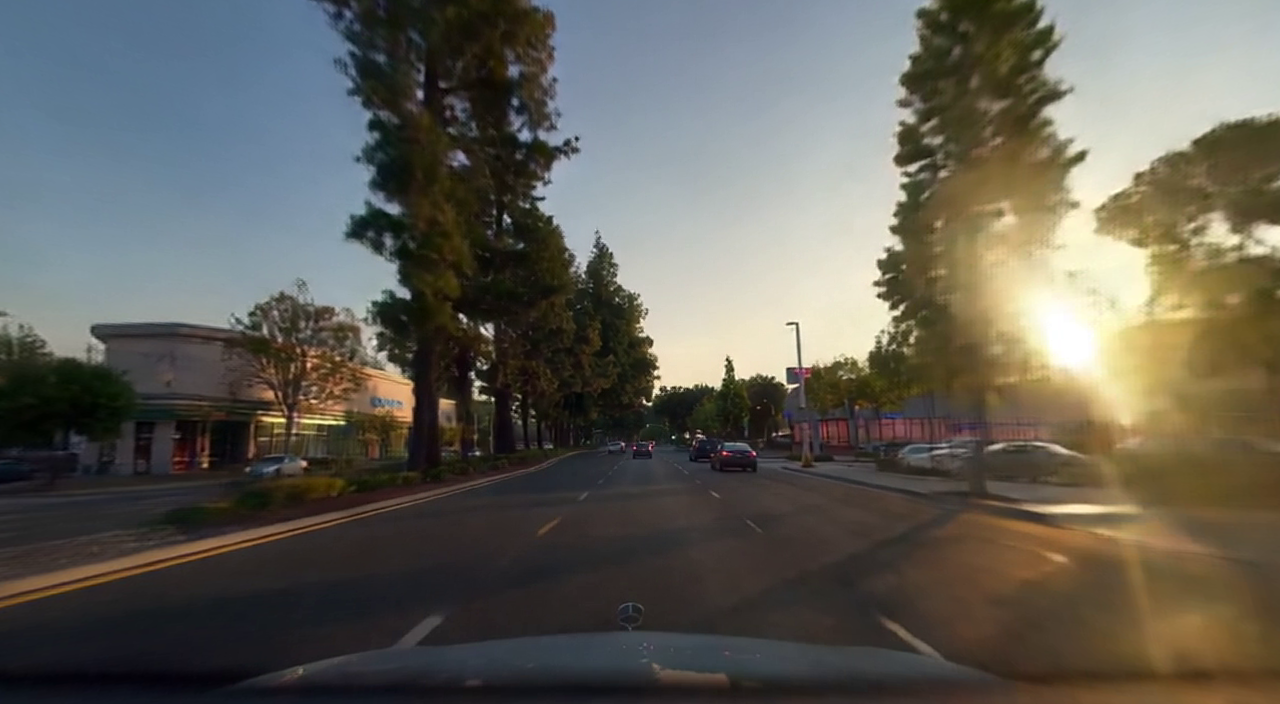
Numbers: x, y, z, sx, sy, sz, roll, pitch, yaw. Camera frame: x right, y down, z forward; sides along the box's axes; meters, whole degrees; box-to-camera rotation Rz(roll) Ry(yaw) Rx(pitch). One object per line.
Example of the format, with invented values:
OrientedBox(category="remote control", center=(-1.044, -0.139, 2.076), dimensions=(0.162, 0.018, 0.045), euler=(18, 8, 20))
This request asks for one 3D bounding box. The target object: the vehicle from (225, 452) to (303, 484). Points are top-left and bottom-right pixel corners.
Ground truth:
OrientedBox(category="vehicle", center=(-22.045, 6.777, 37.189), dimensions=(1.997, 1.637, 4.386), euler=(-2, -8, -1))

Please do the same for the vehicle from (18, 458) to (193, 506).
OrientedBox(category="vehicle", center=(-20.153, 4.874, 24.089), dimensions=(1.822, 1.479, 4.692), euler=(-3, -9, 20))

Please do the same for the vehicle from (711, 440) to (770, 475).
OrientedBox(category="vehicle", center=(4.441, 4.730, 28.554), dimensions=(1.916, 1.459, 4.335), euler=(0, -8, -1))

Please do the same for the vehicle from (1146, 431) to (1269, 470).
OrientedBox(category="vehicle", center=(27.310, 4.736, 30.412), dimensions=(4.107, 1.633, 1.974), euler=(-1, -8, -5))

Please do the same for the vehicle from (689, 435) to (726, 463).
OrientedBox(category="vehicle", center=(4.915, 7.115, 46.367), dimensions=(2.140, 1.921, 4.431), euler=(0, -8, -1))

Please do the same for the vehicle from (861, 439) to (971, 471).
OrientedBox(category="vehicle", center=(14.600, 5.469, 33.526), dimensions=(4.909, 1.463, 1.924), euler=(-2, -9, 1))

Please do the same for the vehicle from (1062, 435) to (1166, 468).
OrientedBox(category="vehicle", center=(26.751, 5.609, 35.655), dimensions=(4.147, 1.545, 2.108), euler=(-3, -9, -4))

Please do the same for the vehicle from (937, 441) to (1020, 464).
OrientedBox(category="vehicle", center=(23.196, 6.907, 43.322), dimensions=(4.470, 1.497, 2.128), euler=(0, -8, 0))
